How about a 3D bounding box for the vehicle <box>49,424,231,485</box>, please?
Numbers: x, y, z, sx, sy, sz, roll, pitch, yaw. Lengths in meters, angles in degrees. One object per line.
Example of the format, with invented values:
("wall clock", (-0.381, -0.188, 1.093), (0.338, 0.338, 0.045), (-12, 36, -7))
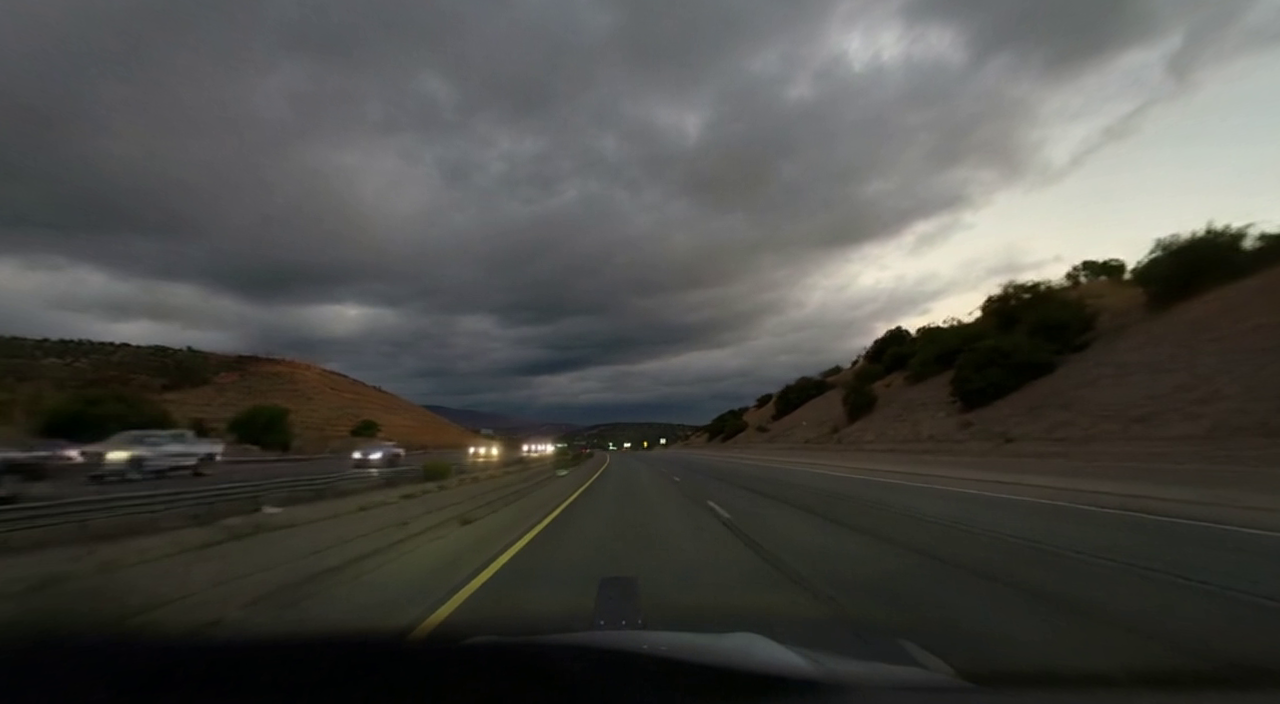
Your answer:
("vehicle", (-18.695, 3.873, 24.134), (2.244, 2.010, 5.768), (0, -8, 0))
